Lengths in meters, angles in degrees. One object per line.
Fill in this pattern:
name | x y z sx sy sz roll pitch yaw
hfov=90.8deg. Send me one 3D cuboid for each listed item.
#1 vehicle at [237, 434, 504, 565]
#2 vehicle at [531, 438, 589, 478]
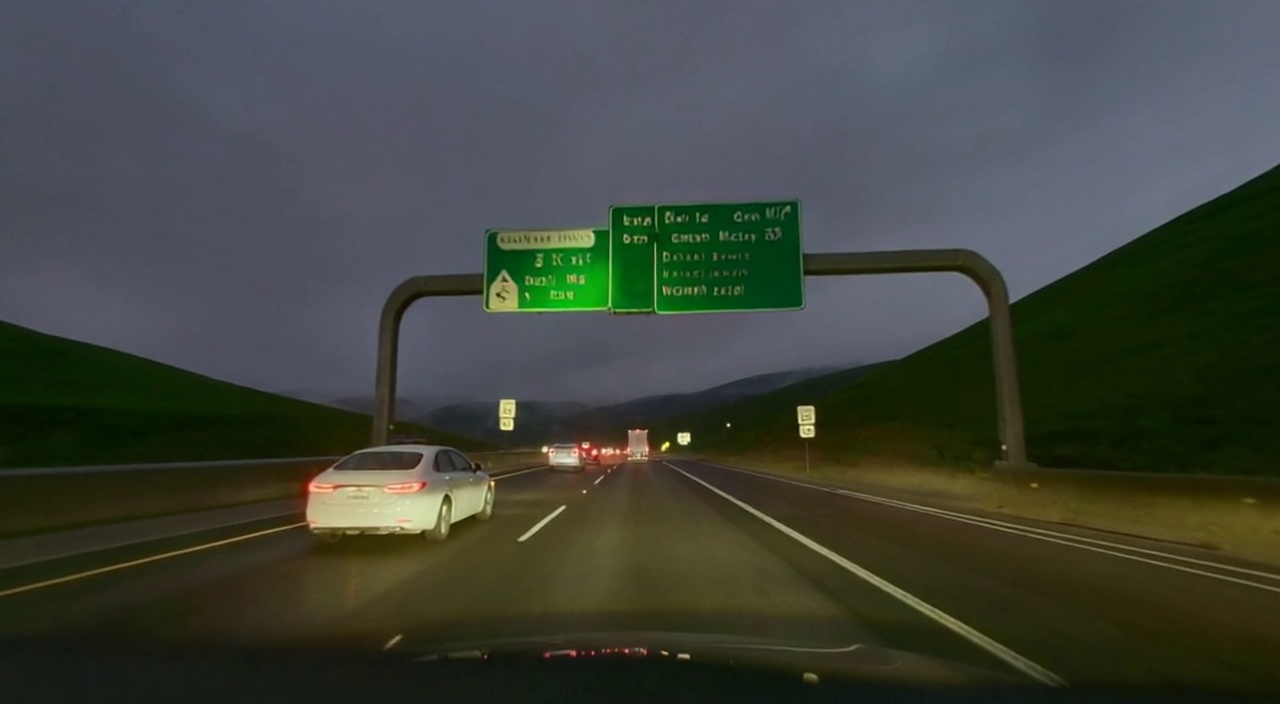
vehicle | -3.514 2.004 9.376 1.988 1.440 4.504 0 -9 0
vehicle | -3.563 4.836 28.910 2.073 1.694 4.162 0 -9 1
